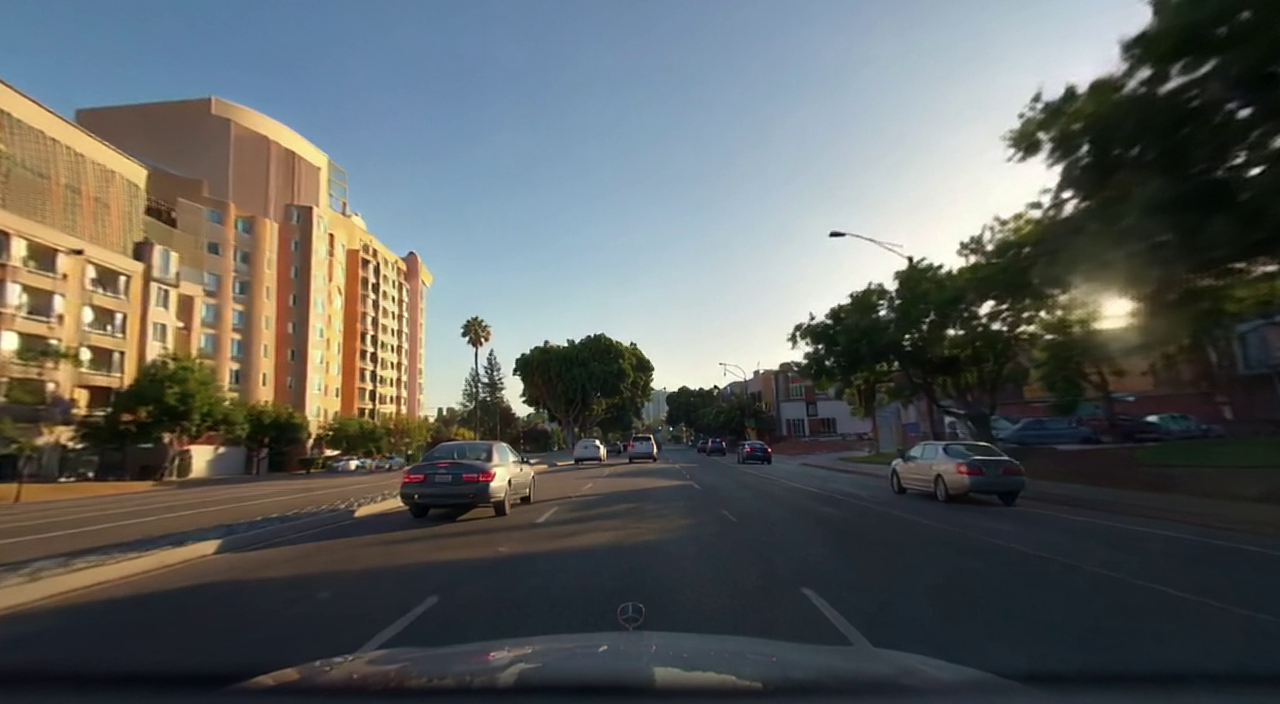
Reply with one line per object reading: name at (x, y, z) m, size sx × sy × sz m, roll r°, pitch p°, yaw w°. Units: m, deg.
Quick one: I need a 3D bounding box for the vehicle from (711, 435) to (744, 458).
vehicle at (6.895, 7.474, 49.951) m, size 1.982 × 1.717 × 4.250 m, roll 0°, pitch -8°, yaw 0°

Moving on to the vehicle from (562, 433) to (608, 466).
vehicle at (-3.121, 5.637, 36.657) m, size 2.117 × 1.799 × 4.442 m, roll -1°, pitch -8°, yaw 2°

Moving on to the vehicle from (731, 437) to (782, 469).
vehicle at (5.687, 4.977, 31.176) m, size 1.884 × 1.458 × 4.245 m, roll -1°, pitch -8°, yaw 3°

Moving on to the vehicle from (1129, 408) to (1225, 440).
vehicle at (26.352, 3.571, 30.894) m, size 4.692 × 1.475 × 2.038 m, roll 5°, pitch -10°, yaw -31°

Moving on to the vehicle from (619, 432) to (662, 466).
vehicle at (0.044, 5.470, 35.792) m, size 2.304 × 1.795 × 4.526 m, roll -1°, pitch -8°, yaw 1°

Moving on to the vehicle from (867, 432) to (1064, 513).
vehicle at (6.796, 2.535, 13.875) m, size 1.865 × 1.458 × 4.605 m, roll 0°, pitch -8°, yaw 0°

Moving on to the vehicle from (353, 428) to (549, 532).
vehicle at (-3.068, 2.182, 11.421) m, size 2.095 × 1.486 × 4.411 m, roll -1°, pitch -8°, yaw 1°
